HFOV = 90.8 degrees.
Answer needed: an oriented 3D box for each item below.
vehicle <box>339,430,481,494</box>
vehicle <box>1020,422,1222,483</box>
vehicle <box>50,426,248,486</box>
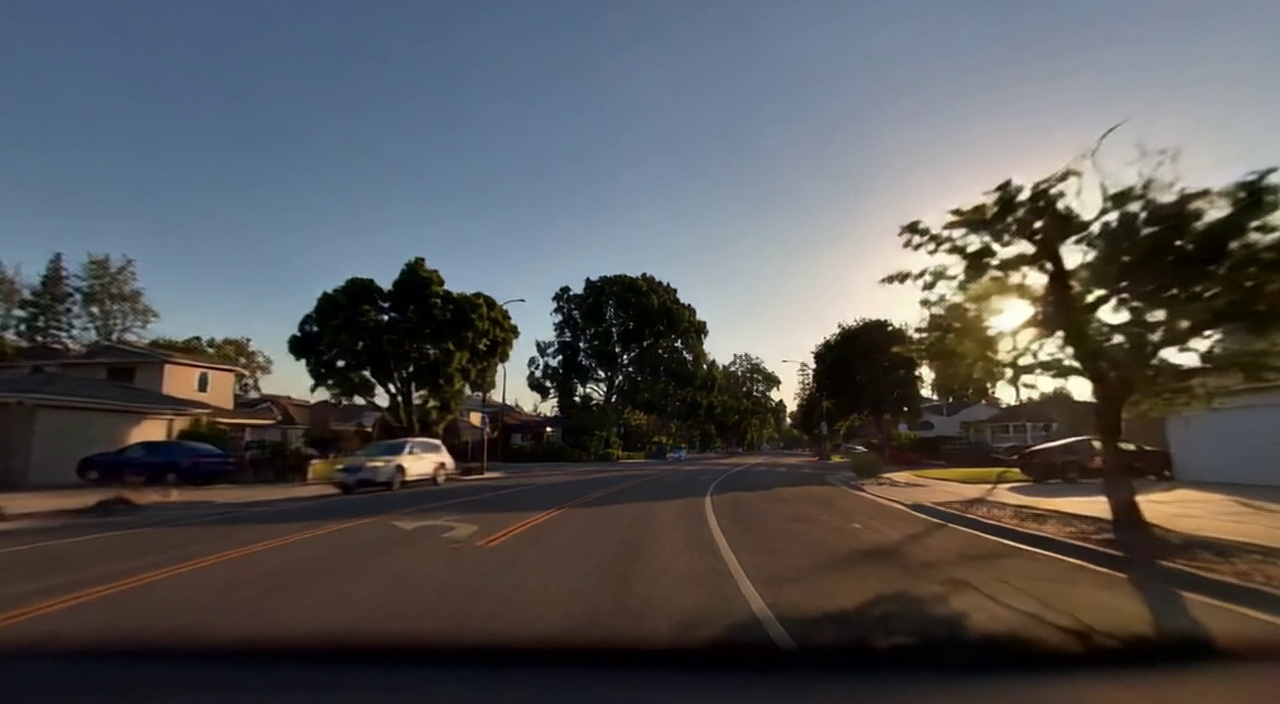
[{"bbox_3d":[-7.858,3.829,22.418,2.272,1.920,5.737,-1,-9,8],"label":"vehicle"},{"bbox_3d":[16.787,3.606,22.410,5.073,1.729,2.161,-6,-11,15],"label":"vehicle"},{"bbox_3d":[-18.052,3.883,23.369,6.010,1.935,2.255,-3,-10,11],"label":"vehicle"}]
